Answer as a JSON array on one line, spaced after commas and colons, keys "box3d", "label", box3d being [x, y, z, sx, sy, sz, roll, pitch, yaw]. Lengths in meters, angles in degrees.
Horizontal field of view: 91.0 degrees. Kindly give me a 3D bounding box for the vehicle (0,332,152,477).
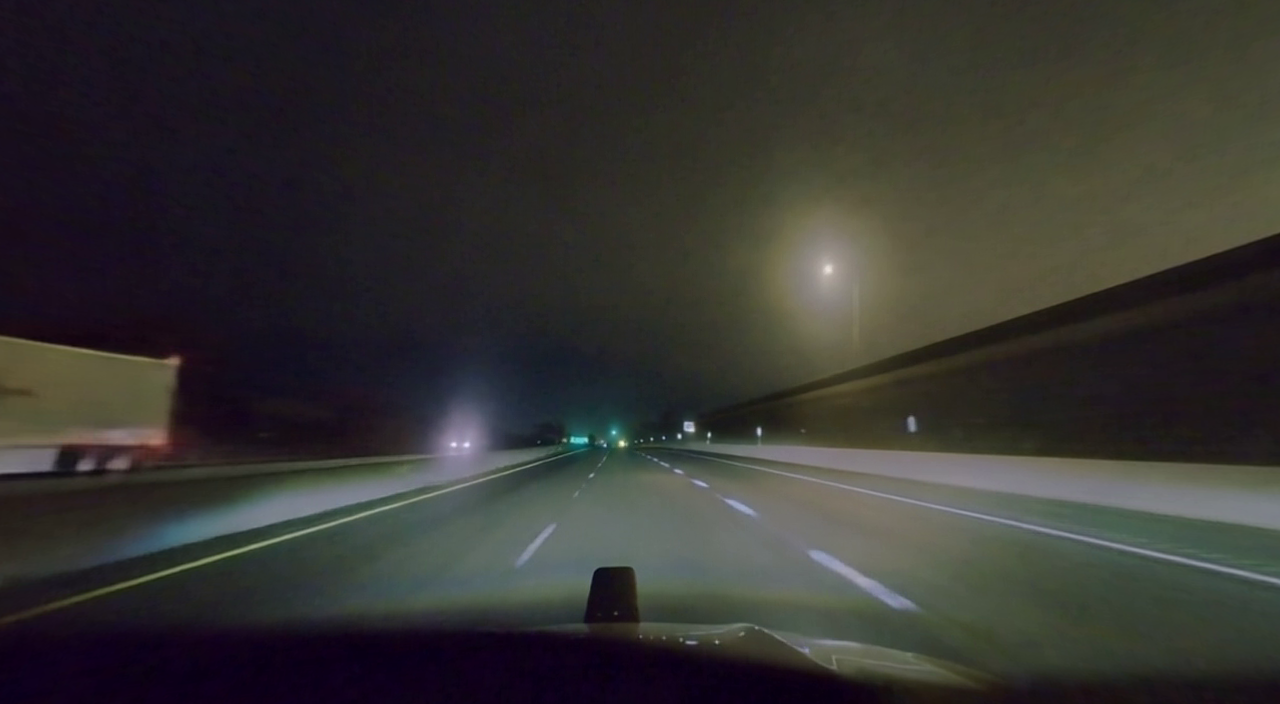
[{"box3d": [-19.776, 1.287, 16.374, 2.944, 4.119, 14.327, 0, -8, -1], "label": "vehicle"}]
